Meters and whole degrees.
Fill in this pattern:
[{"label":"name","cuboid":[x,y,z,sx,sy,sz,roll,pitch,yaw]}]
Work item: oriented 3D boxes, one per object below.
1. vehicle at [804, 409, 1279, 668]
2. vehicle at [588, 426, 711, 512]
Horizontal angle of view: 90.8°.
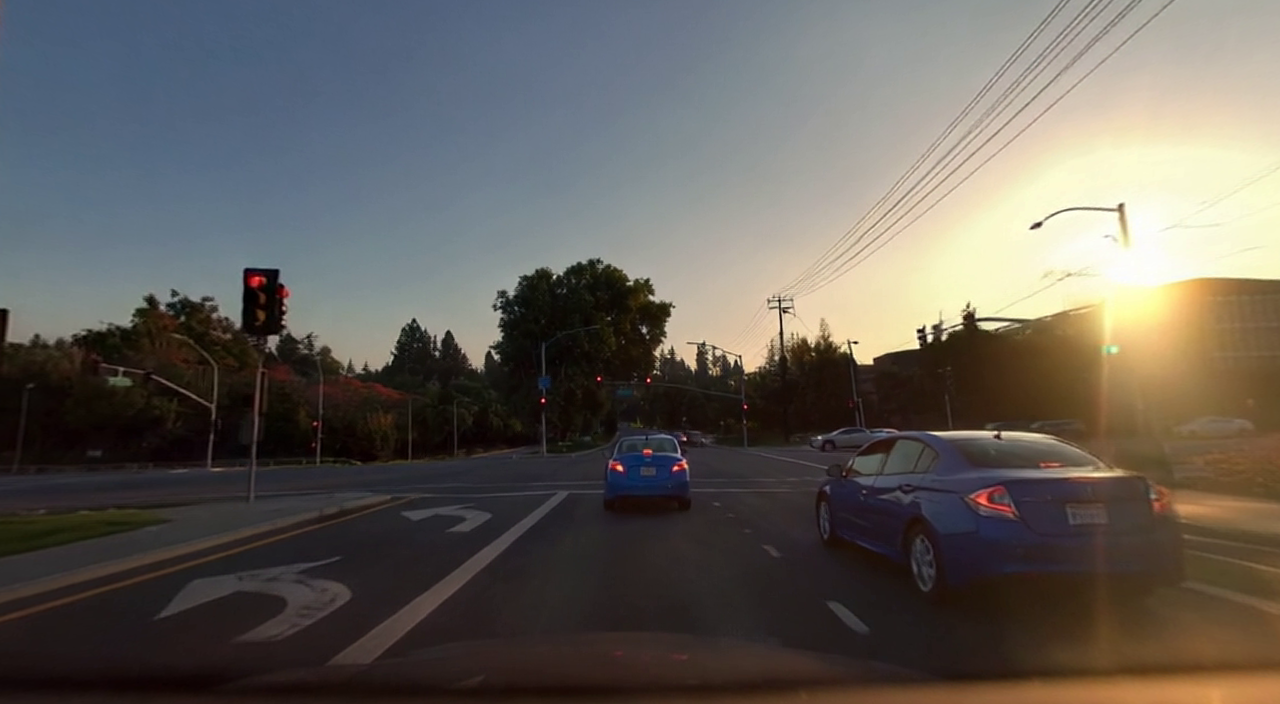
[{"label":"vehicle","cuboid":[3.072,1.371,5.770,2.004,1.448,4.263,0,-8,0]},{"label":"vehicle","cuboid":[0.163,2.310,12.859,2.110,1.466,3.860,0,-8,0]}]
